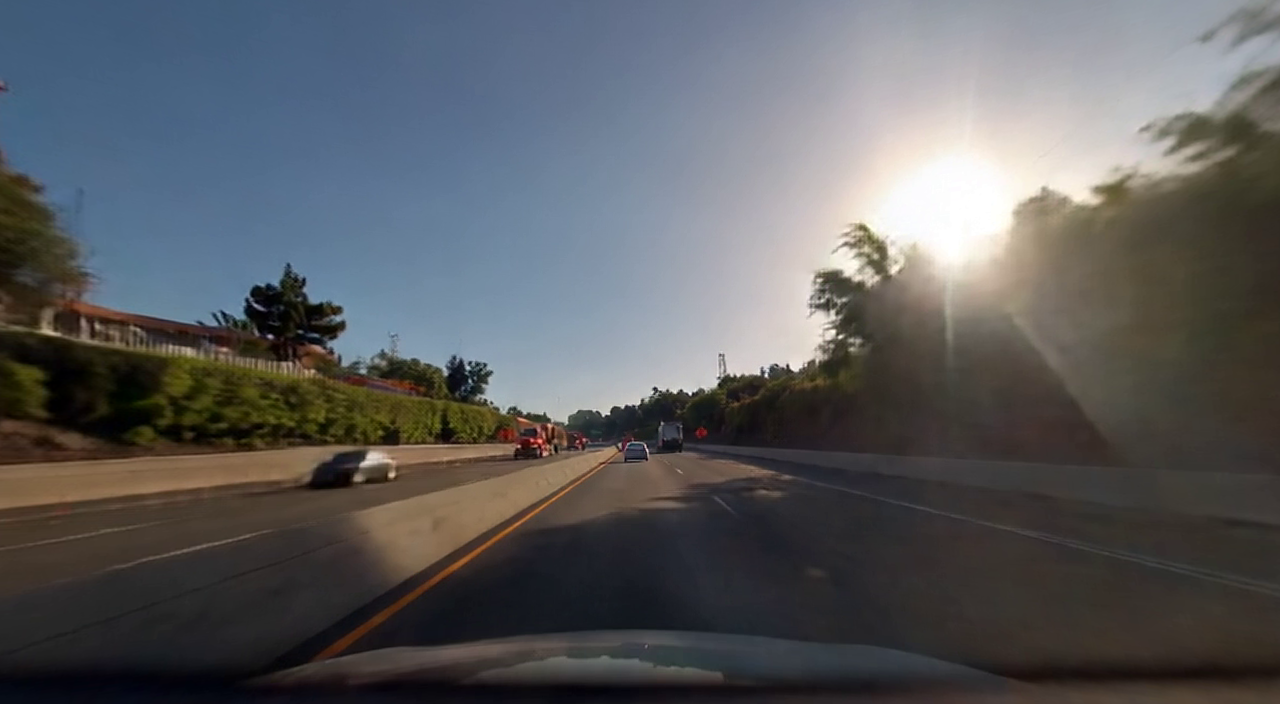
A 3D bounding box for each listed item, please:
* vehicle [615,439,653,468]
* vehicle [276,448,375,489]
[{"bbox_3d":[-0.329,5.658,35.288,2.004,1.472,4.075,0,-8,0],"label":"vehicle"},{"bbox_3d":[-12.914,4.771,26.131,1.971,1.494,4.109,-1,-8,0],"label":"vehicle"}]
